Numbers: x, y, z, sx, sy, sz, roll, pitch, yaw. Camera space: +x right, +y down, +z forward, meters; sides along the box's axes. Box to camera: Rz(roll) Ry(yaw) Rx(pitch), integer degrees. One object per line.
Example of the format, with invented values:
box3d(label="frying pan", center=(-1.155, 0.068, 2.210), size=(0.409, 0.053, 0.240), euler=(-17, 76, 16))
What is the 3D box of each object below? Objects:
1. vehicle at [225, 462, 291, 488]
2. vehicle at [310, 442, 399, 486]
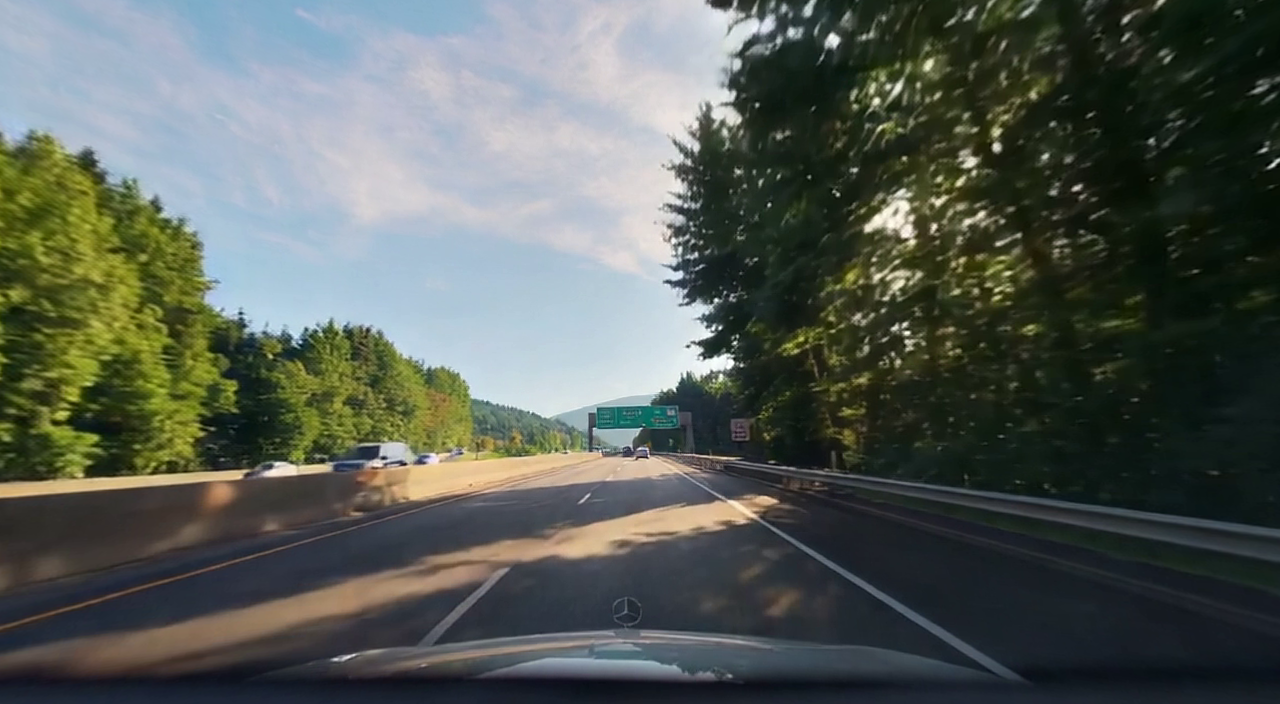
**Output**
box3d(label="vehicle", center=(-24.006, 7.721, 39.795), size=(1.917, 1.441, 4.100), euler=(1, -9, -6))
box3d(label="vehicle", center=(-12.471, 4.915, 27.892), size=(2.028, 1.766, 4.303), euler=(0, -9, -2))
